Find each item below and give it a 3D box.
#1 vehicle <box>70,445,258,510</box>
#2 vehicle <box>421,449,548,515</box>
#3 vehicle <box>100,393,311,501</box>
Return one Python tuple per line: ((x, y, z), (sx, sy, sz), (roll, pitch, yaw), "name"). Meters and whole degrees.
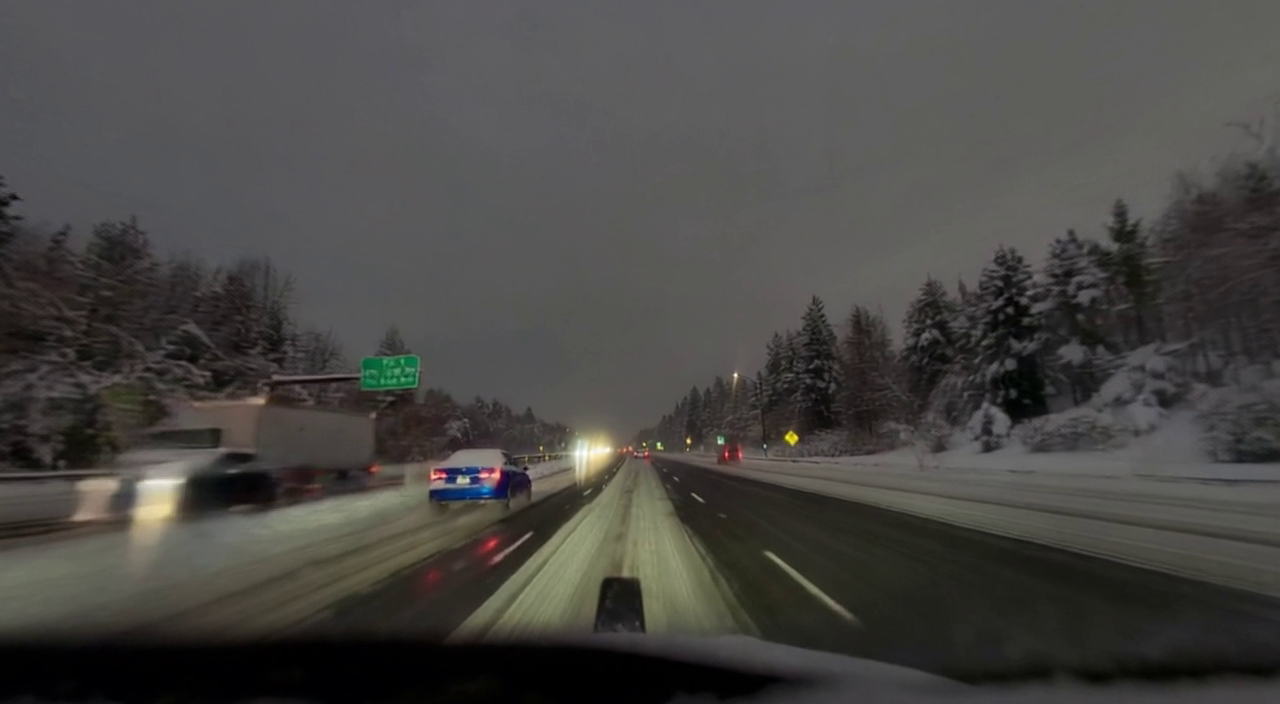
((-14.267, 3.762, 19.340), (2.037, 1.722, 4.639), (0, -9, 1), "vehicle")
((-3.904, 3.353, 16.789), (2.162, 1.493, 4.583), (0, -9, 1), "vehicle")
((-18.490, 4.221, 27.904), (3.039, 3.989, 8.730), (0, -9, -1), "vehicle")
